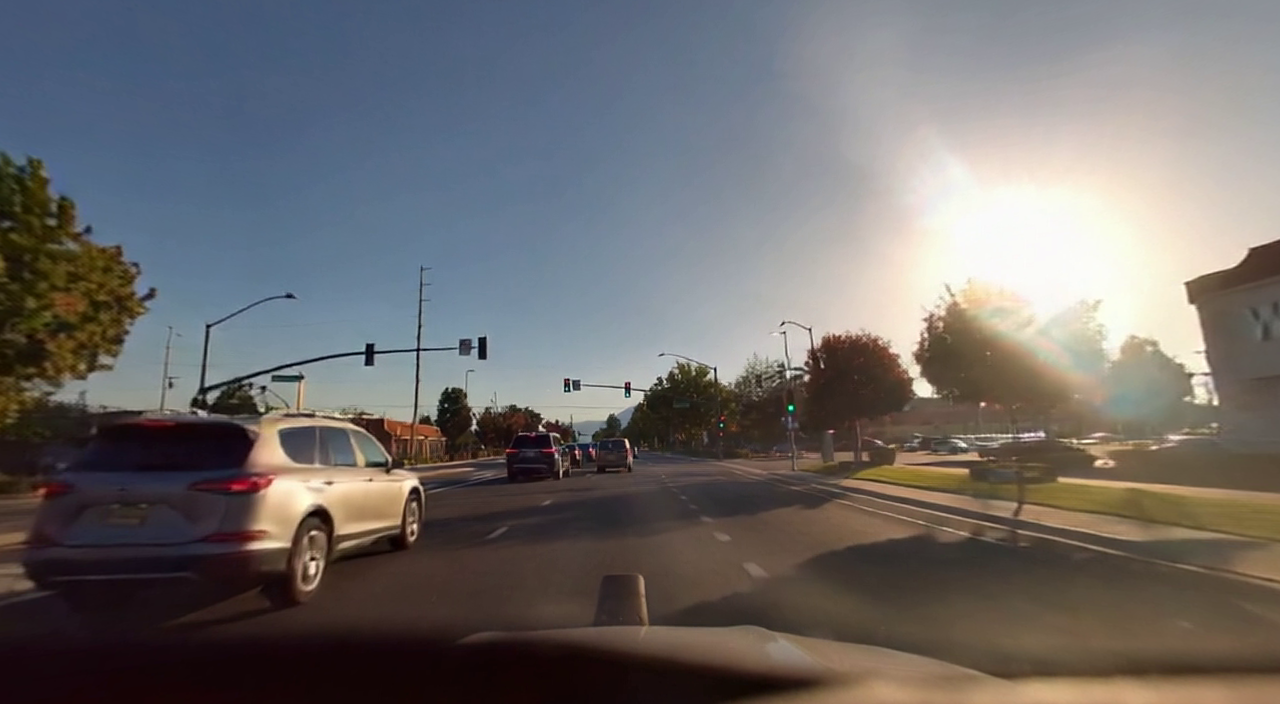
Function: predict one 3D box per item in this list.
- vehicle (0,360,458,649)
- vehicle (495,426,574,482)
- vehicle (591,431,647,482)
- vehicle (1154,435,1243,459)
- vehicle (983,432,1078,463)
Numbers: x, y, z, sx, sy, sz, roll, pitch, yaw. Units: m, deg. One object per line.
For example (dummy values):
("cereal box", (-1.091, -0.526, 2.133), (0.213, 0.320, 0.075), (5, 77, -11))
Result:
("vehicle", (-3.757, 1.346, 6.641), (2.159, 1.877, 4.925), (0, -8, 1))
("vehicle", (-4.096, 4.097, 25.640), (2.252, 1.999, 5.605), (0, -8, 0))
("vehicle", (-0.809, 4.127, 25.204), (2.061, 1.809, 4.141), (0, -8, -1))
("vehicle", (38.262, 6.506, 43.324), (4.317, 1.517, 1.965), (1, -8, -2))
("vehicle", (26.558, 6.492, 43.084), (5.039, 1.877, 2.076), (-2, -8, -1))
